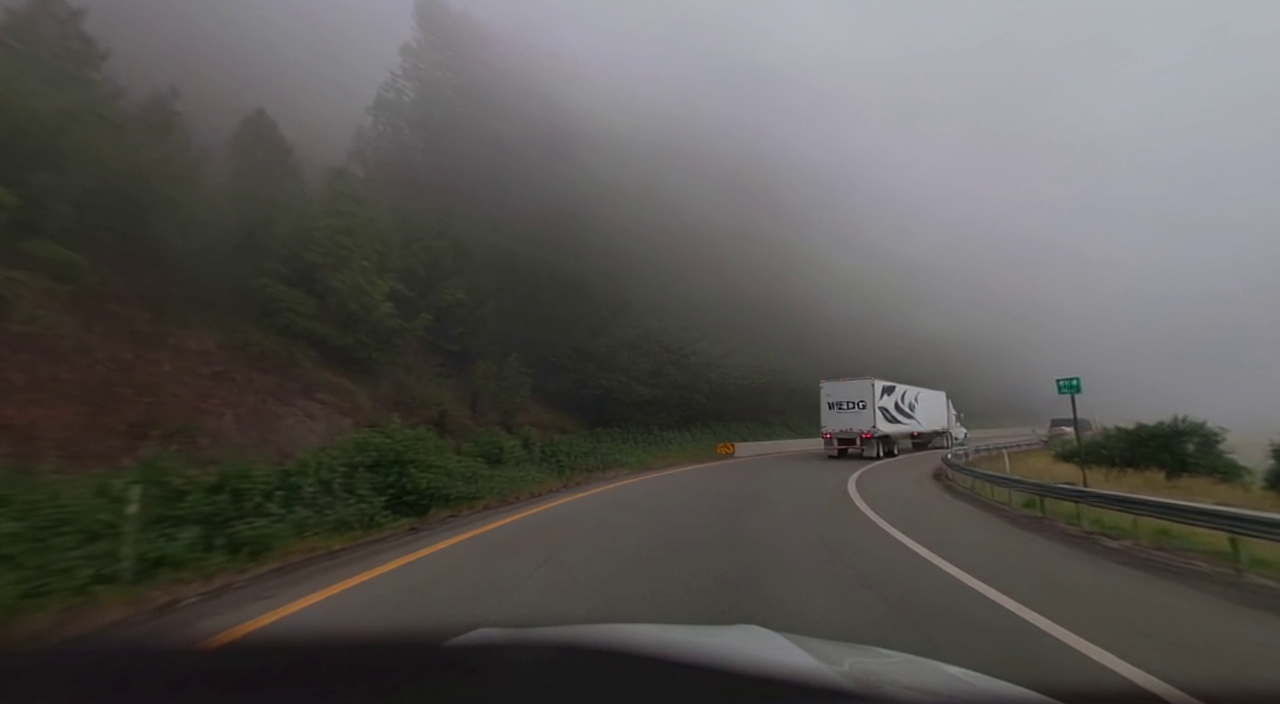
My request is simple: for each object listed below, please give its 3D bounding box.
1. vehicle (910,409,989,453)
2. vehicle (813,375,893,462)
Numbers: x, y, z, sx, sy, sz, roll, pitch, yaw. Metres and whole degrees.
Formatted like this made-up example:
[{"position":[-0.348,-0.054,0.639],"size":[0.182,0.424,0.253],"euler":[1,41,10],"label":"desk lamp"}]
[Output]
[{"position":[19.781,5.060,39.957],"size":[6.650,2.524,2.120],"euler":[7,-10,-42],"label":"vehicle"},{"position":[9.997,3.164,29.444],"size":[2.963,3.771,3.137],"euler":[-4,-9,27],"label":"vehicle"}]
